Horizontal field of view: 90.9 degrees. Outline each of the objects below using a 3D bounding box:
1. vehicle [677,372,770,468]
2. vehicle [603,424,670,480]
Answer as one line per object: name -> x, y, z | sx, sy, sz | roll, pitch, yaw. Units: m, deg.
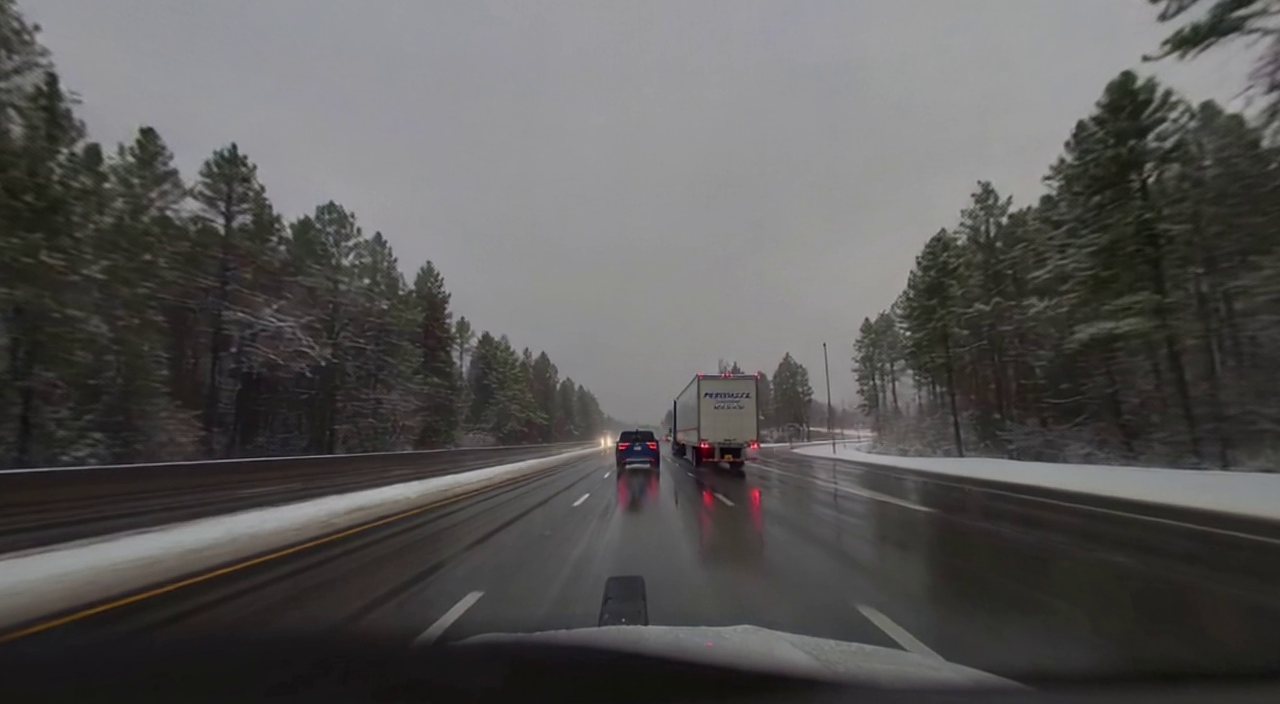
vehicle -> 4.107, 4.134, 35.695 | 2.899, 4.160, 16.621 | 0, -8, 0
vehicle -> -0.131, 3.654, 23.240 | 2.222, 1.848, 4.610 | 0, -8, 0
